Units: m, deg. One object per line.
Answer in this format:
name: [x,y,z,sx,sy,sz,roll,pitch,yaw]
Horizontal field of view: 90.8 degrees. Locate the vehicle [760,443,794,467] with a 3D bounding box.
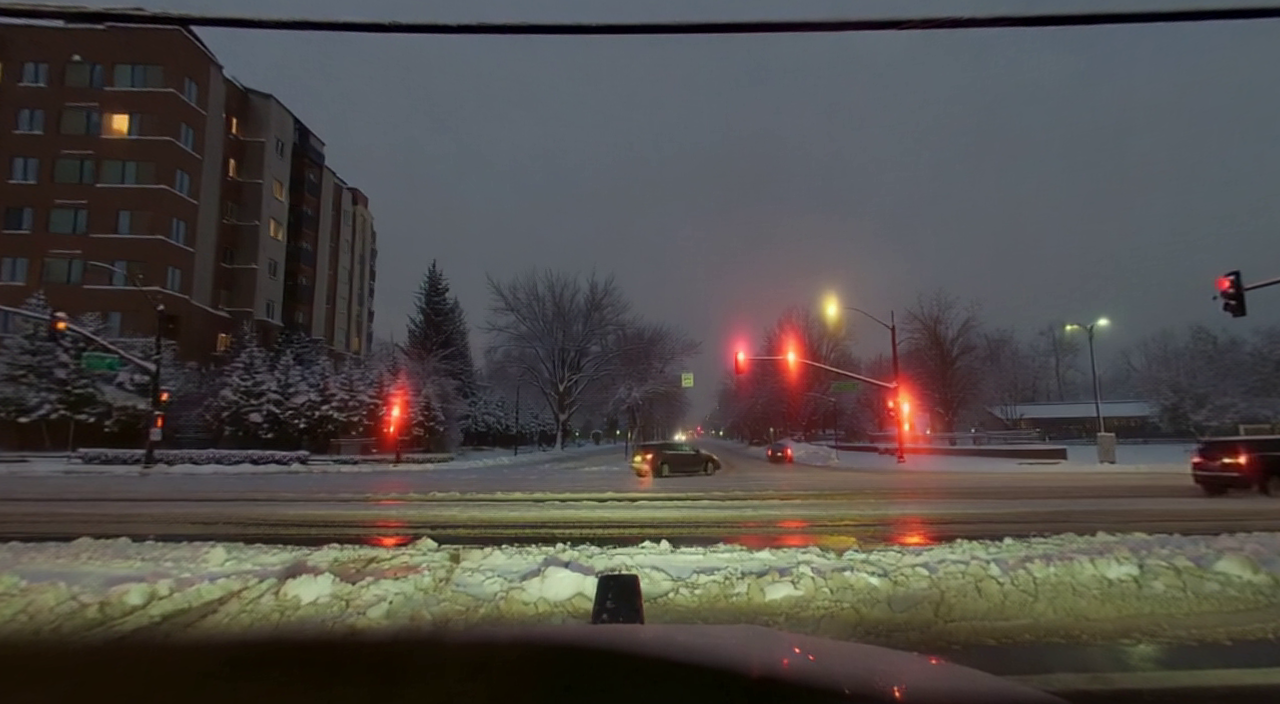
vehicle: [9.615,7.252,44.641,1.955,1.569,4.397,-1,-8,8]

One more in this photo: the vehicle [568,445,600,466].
vehicle: [-4.353,8.121,49.749,2.130,1.613,4.121,0,-8,0]

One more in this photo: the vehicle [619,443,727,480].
vehicle: [1.455,4.648,27.114,4.424,1.454,2.043,7,-11,-40]
